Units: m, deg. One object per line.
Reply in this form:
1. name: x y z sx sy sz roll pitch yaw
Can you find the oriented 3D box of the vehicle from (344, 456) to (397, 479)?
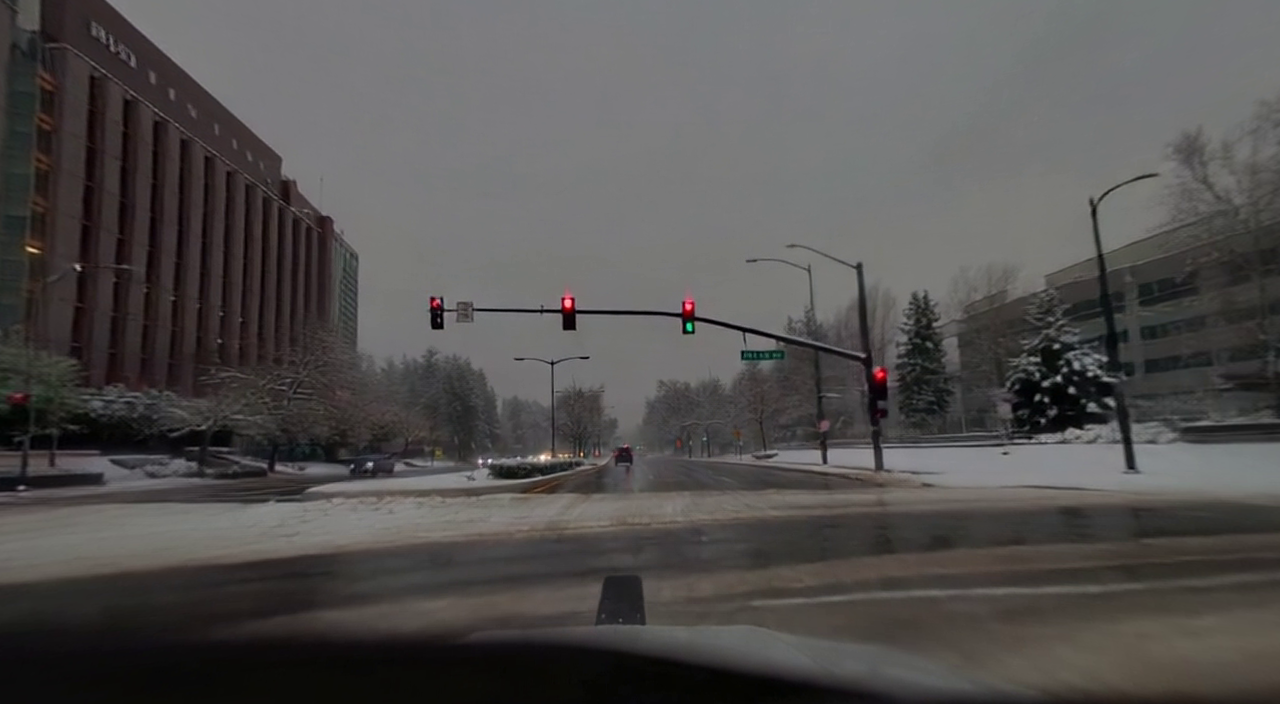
1. vehicle: -19.373 8.292 45.590 1.851 1.502 4.398 0 -8 0
